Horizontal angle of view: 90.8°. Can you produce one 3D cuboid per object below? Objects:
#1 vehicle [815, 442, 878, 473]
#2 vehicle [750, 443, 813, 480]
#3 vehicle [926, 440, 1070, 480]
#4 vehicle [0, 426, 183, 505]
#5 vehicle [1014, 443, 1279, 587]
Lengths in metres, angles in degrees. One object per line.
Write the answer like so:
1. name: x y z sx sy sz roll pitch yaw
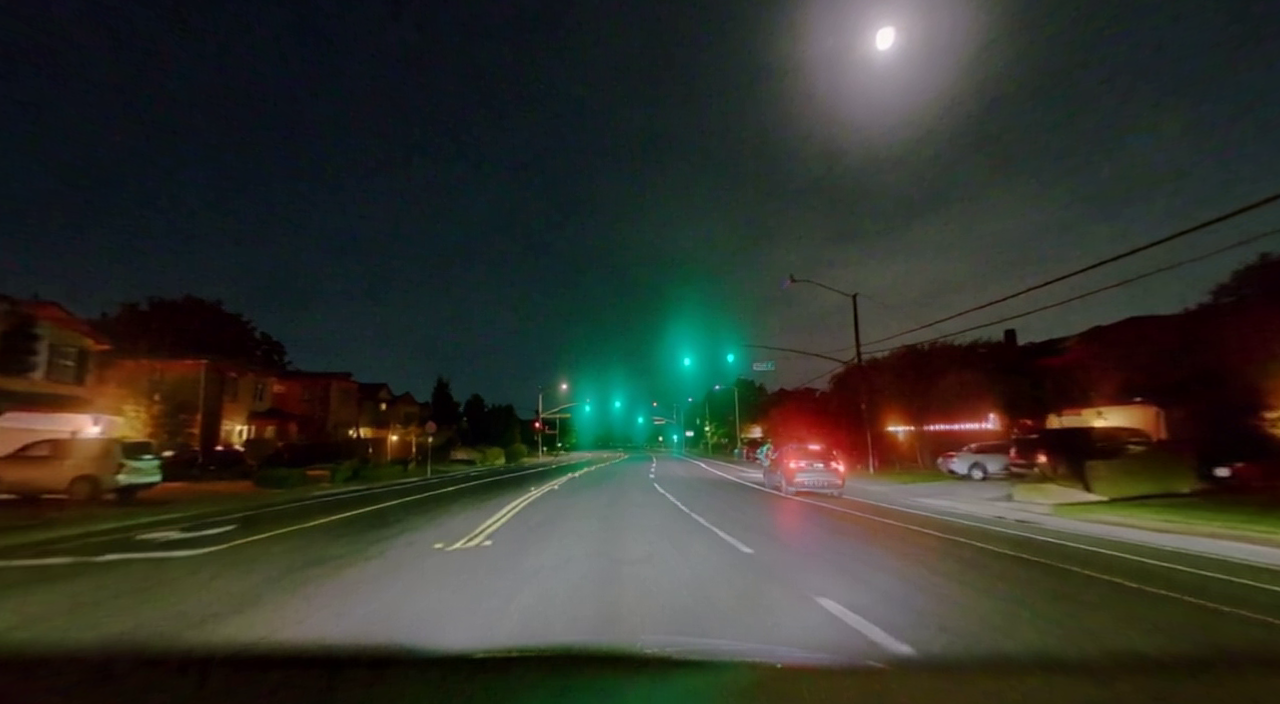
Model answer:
1. vehicle: 10.936 5.613 33.795 1.925 1.490 4.475 -1 -9 2
2. vehicle: 7.023 5.458 31.781 2.064 1.498 4.877 5 -8 2
3. vehicle: 13.692 4.143 24.374 4.366 1.457 1.910 -1 -8 3
4. vehicle: -17.547 3.389 19.224 5.096 2.070 2.687 2 -9 2
5. vehicle: 7.676 2.073 8.671 1.934 1.504 4.928 4 -9 -3
